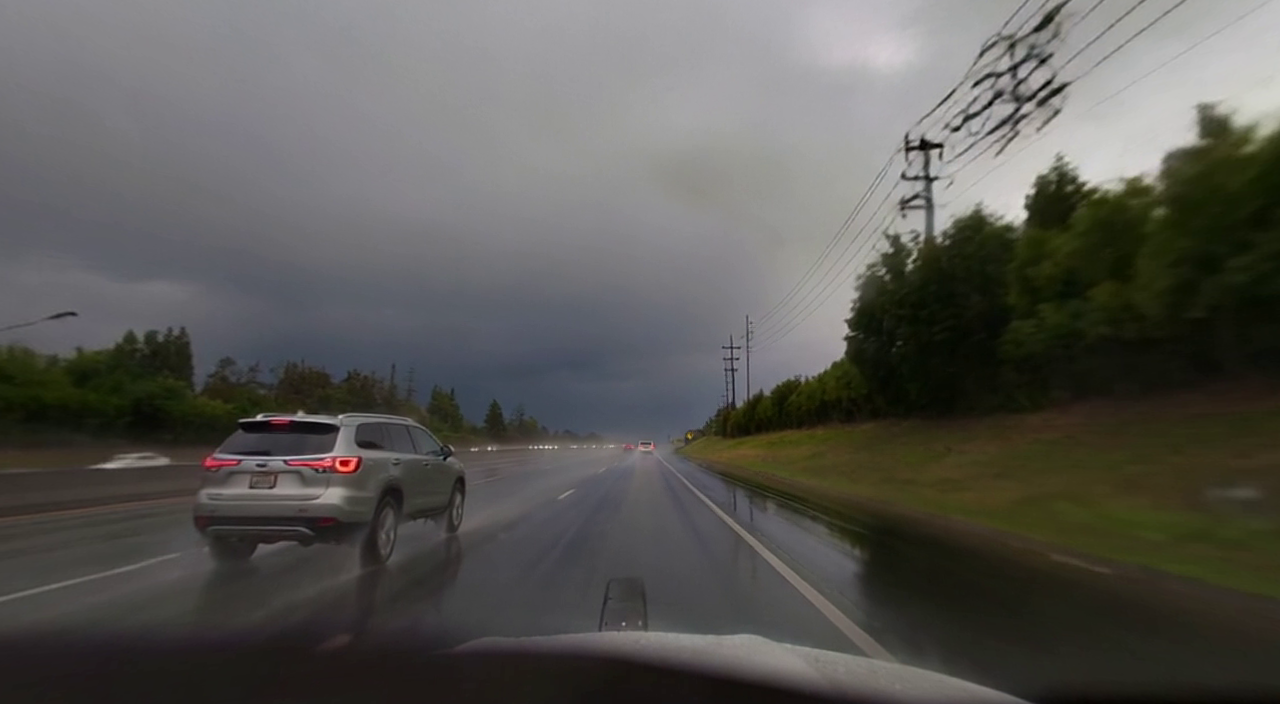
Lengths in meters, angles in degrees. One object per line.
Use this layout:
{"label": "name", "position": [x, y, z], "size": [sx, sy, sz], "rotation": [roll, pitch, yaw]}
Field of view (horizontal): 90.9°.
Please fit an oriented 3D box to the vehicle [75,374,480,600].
{"label": "vehicle", "position": [-3.831, 1.550, 8.129], "size": [2.136, 1.975, 5.037], "rotation": [0, -8, 1]}
